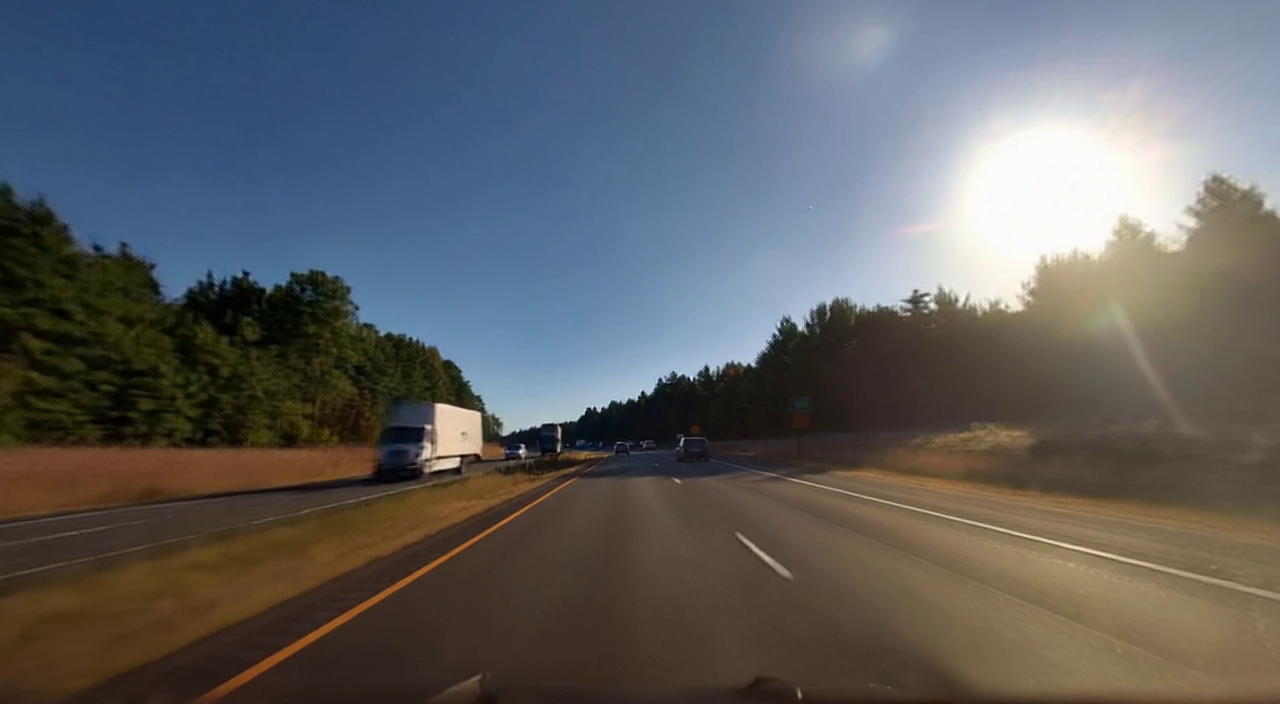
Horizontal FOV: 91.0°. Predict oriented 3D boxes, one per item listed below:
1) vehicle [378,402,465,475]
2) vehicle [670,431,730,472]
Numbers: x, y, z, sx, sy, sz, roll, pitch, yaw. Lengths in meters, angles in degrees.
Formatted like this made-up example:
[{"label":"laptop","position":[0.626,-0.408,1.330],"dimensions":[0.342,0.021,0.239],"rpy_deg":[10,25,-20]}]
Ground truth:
[{"label":"vehicle","position":[-12.446,5.005,36.429],"dimensions":[3.000,3.815,5.831],"rpy_deg":[0,-8,-2]},{"label":"vehicle","position":[2.589,4.418,28.105],"dimensions":[2.043,1.673,4.016],"rpy_deg":[0,-8,-3]}]
